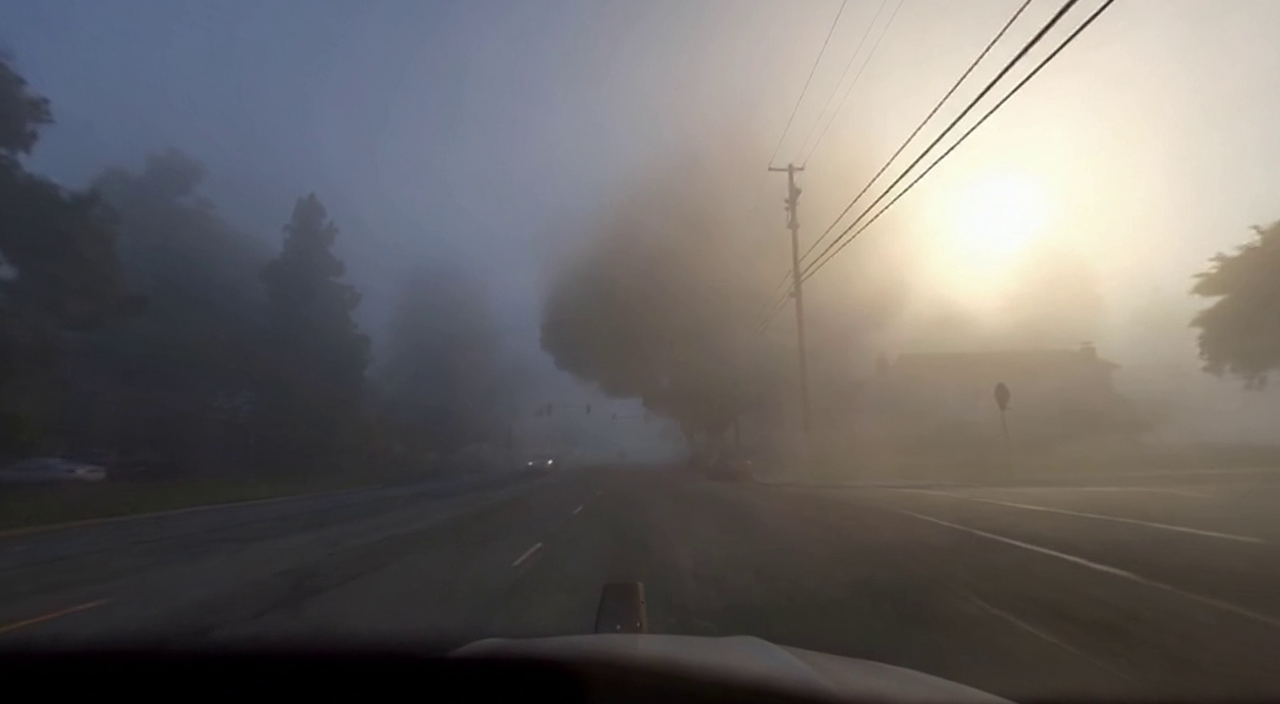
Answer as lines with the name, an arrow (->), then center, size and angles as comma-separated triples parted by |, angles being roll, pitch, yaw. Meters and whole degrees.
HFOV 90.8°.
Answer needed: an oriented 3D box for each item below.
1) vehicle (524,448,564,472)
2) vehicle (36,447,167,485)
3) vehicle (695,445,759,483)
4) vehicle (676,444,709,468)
vehicle -> -6.501, 7.322, 43.189 | 2.049, 1.494, 4.226 | -1, -8, 0
vehicle -> -28.639, 6.054, 33.725 | 4.750, 1.845, 2.382 | -1, -8, -1
vehicle -> 3.736, 4.885, 27.940 | 2.031, 1.500, 4.590 | -1, -8, -1
vehicle -> 3.977, 7.986, 48.707 | 2.020, 1.690, 4.621 | -1, -9, -1
